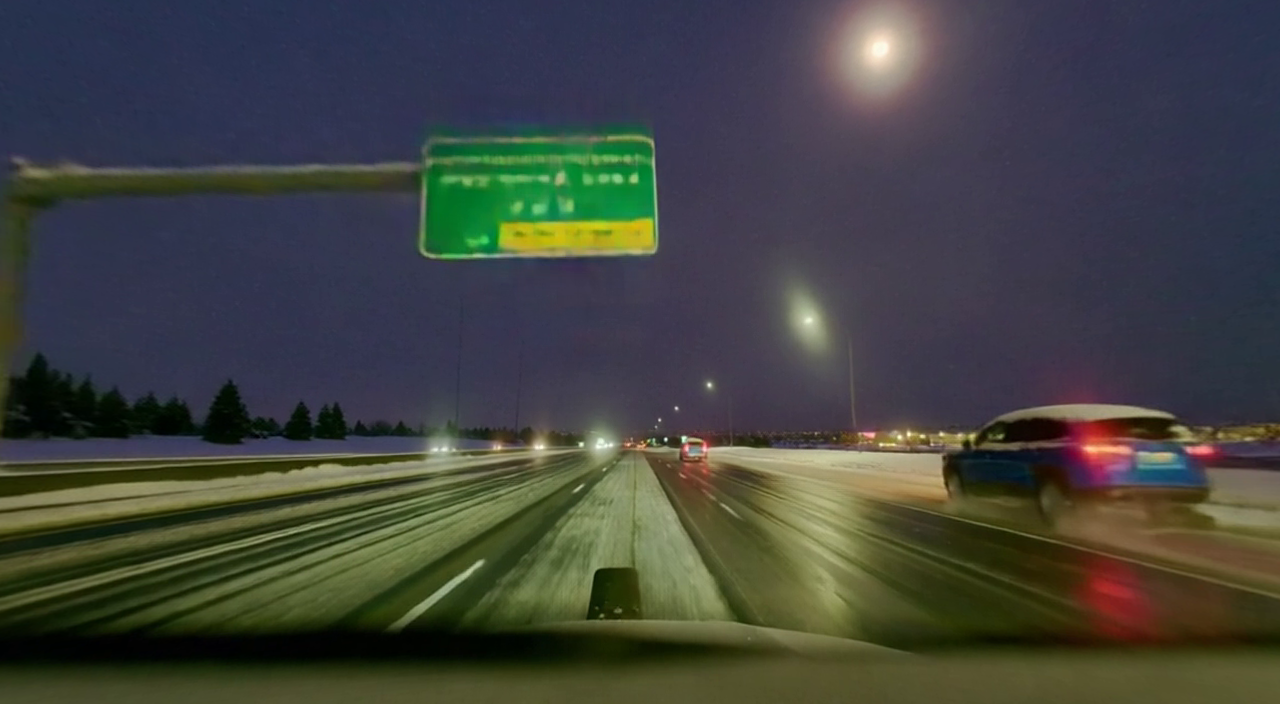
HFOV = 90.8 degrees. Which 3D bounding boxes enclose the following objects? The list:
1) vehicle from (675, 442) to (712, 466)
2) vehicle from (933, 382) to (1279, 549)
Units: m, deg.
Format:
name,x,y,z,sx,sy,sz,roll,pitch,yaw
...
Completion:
name,x,y,z,sx,sy,sz,roll,pitch,yaw
vehicle,3.464,6.712,41.761,2.000,1.533,3.770,0,-8,-1
vehicle,6.706,1.670,9.792,2.065,1.953,4.605,0,-8,0
